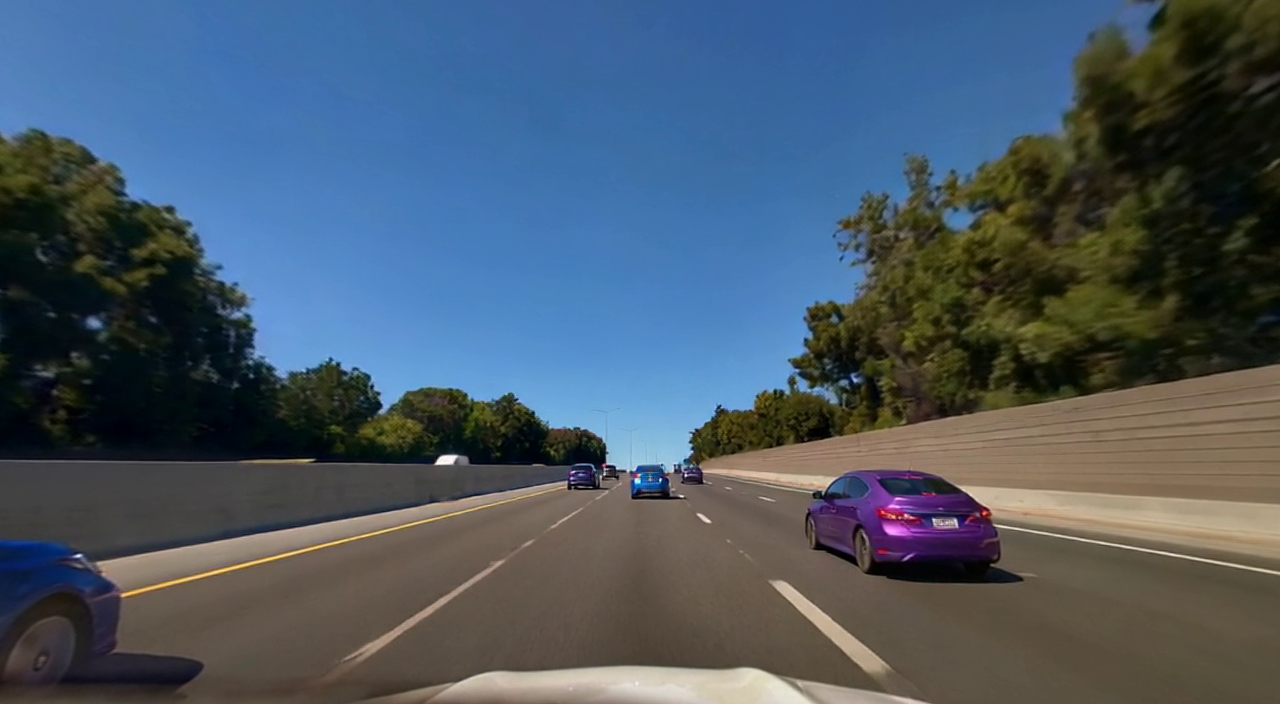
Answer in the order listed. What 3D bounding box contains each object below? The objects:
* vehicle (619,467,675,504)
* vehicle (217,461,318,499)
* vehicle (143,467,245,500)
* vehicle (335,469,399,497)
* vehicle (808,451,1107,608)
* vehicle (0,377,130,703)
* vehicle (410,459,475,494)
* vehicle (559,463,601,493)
[{"bbox_3d":[0.299,5.759,27.485,2.241,1.425,3.973,1,-10,0],"label":"vehicle"},{"bbox_3d":[-19.392,6.680,33.143,1.960,1.786,5.223,0,-10,2],"label":"vehicle"},{"bbox_3d":[-23.183,6.834,33.022,1.946,1.549,4.551,1,-10,1],"label":"vehicle"},{"bbox_3d":[-15.627,7.500,36.253,1.847,1.472,3.787,0,-10,1],"label":"vehicle"},{"bbox_3d":[3.771,2.170,8.408,1.938,1.561,3.786,1,-10,-1],"label":"vehicle"},{"bbox_3d":[-3.979,0.664,1.384,1.999,1.659,4.340,1,-10,0],"label":"vehicle"},{"bbox_3d":[-11.558,7.329,37.270,2.143,1.845,4.823,0,-10,2],"label":"vehicle"},{"bbox_3d":[-3.594,7.674,38.508,2.021,1.706,4.247,0,-10,1],"label":"vehicle"}]
